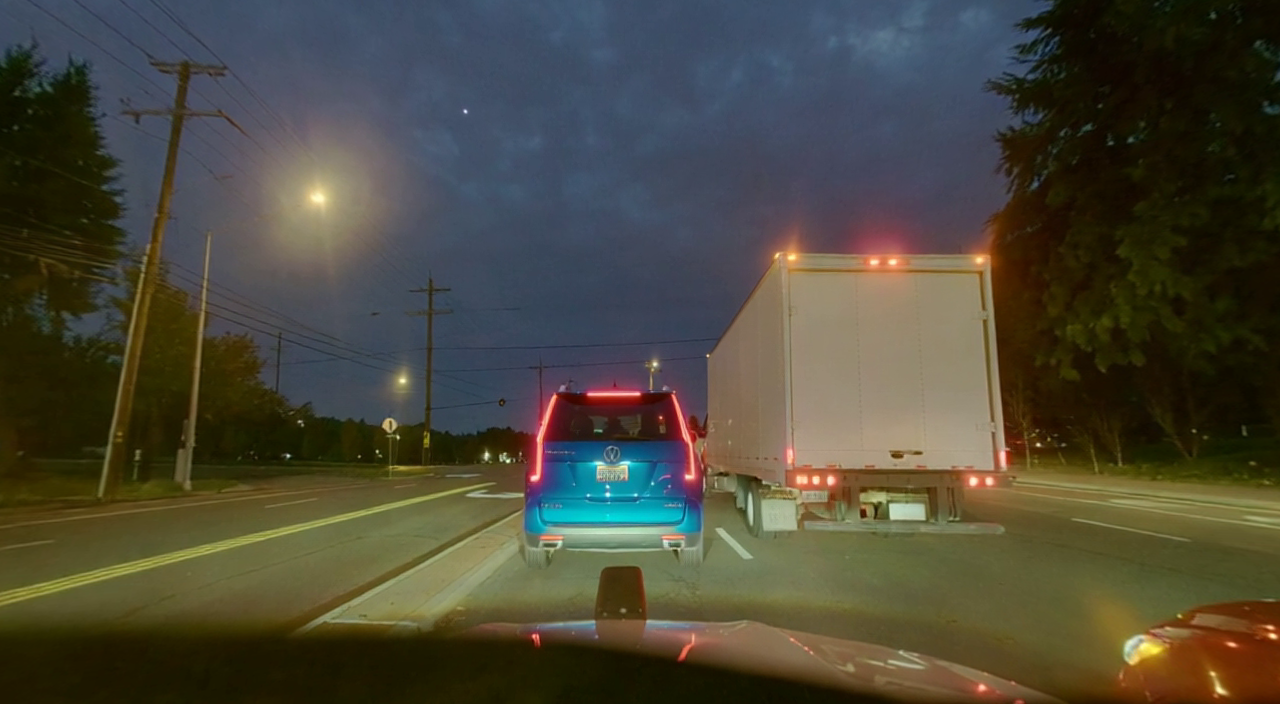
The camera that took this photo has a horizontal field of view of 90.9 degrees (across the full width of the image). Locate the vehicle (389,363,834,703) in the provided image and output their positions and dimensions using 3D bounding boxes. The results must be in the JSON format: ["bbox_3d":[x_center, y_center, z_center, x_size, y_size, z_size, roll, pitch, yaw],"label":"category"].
[{"bbox_3d":[-0.138,1.225,5.198,2.114,1.732,4.230,0,-8,0],"label":"vehicle"}]

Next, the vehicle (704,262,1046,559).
[{"bbox_3d":[3.215,1.279,11.967,2.915,3.559,8.848,0,-8,-1],"label":"vehicle"}]

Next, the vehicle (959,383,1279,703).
[{"bbox_3d":[2.826,0.745,1.197,1.971,1.484,4.728,0,-8,0],"label":"vehicle"}]
